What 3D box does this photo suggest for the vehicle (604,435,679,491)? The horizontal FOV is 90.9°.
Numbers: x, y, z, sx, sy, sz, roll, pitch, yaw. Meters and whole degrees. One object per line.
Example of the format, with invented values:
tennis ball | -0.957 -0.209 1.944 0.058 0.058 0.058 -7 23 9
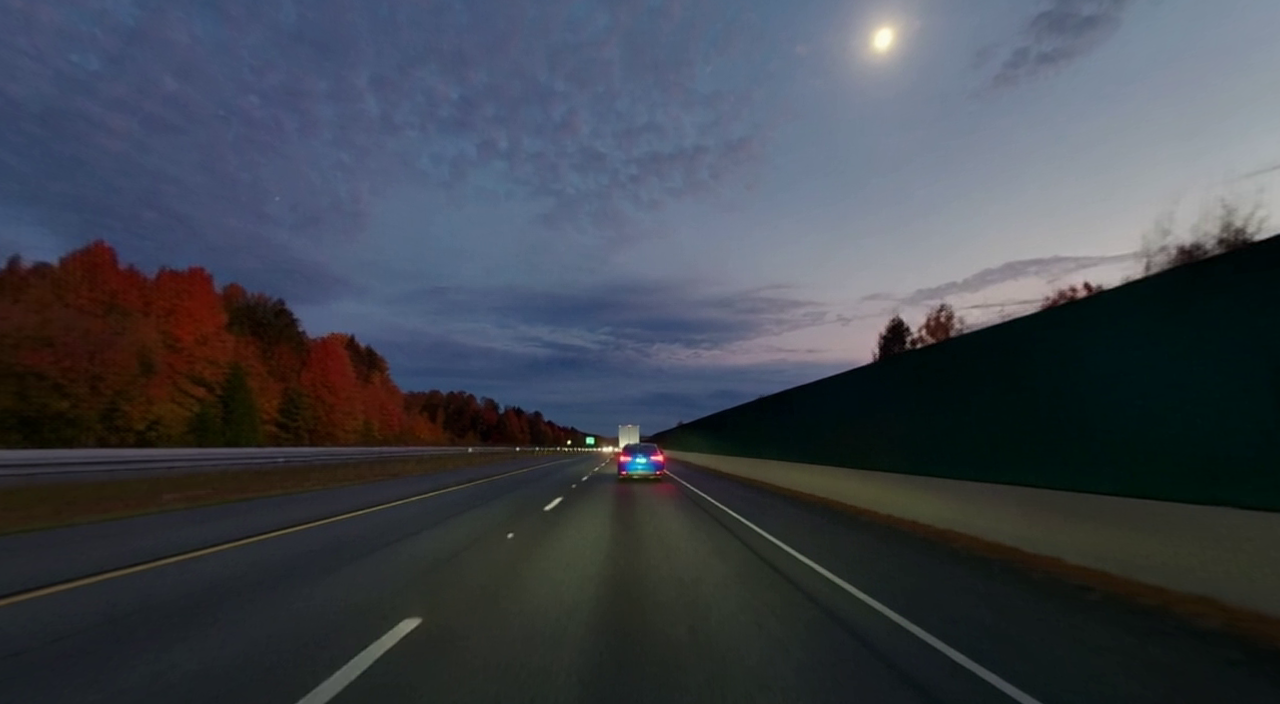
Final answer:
vehicle | -0.006 3.345 19.332 2.057 1.516 4.065 0 -8 -2
